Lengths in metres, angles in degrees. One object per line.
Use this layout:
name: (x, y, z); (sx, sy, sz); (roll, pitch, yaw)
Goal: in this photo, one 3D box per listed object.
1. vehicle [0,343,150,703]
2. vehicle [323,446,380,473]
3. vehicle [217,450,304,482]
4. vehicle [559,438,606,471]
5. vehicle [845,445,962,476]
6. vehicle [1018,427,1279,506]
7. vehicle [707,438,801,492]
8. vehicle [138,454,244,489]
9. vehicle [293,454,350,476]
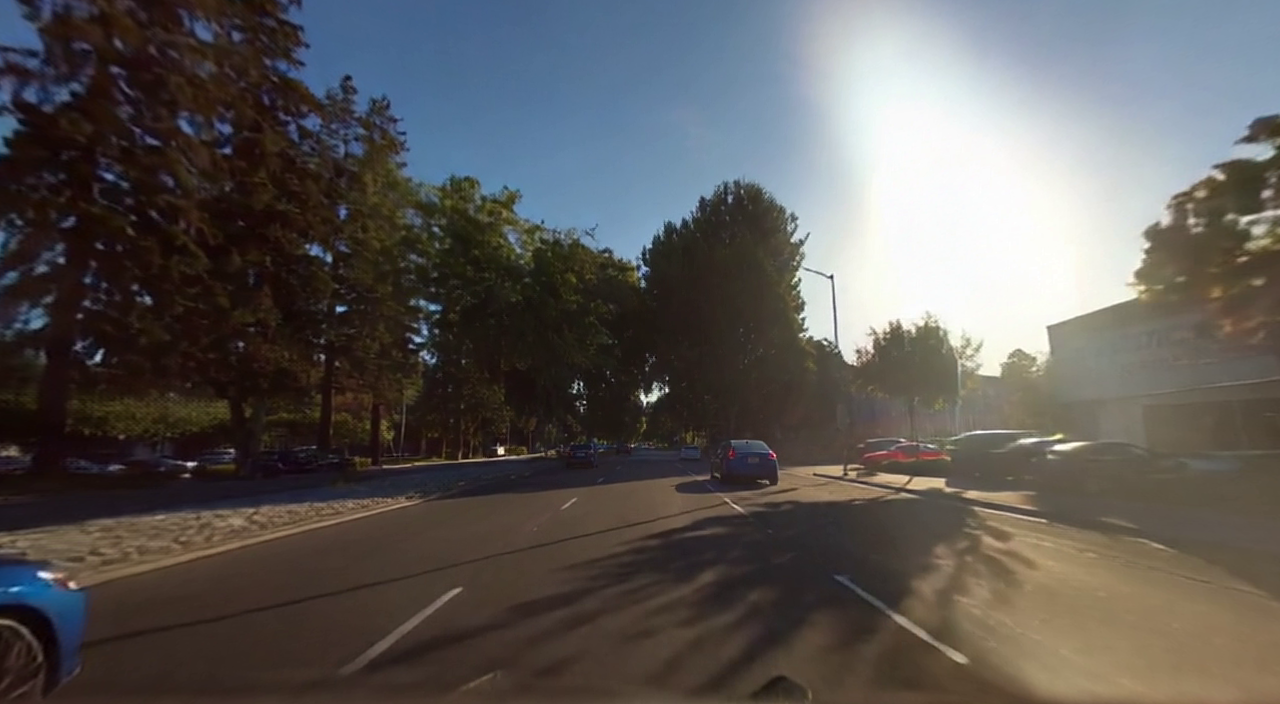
vehicle: (-3.627, 0.588, 0.872); (2.023, 1.720, 4.741); (0, -8, 1)
vehicle: (-21.926, 8.164, 48.129); (2.203, 1.857, 4.581); (0, -8, -1)
vehicle: (-21.678, 6.493, 36.244); (2.029, 1.636, 4.549); (-1, -8, 2)
vehicle: (-3.027, 5.481, 33.888); (2.113, 1.626, 4.129); (0, -8, 0)
vehicle: (12.686, 5.231, 30.574); (4.757, 1.327, 2.062); (0, -7, -2)
vehicle: (13.413, 2.985, 16.815); (5.342, 1.867, 2.147); (0, -8, -7)
vehicle: (3.431, 3.490, 19.841); (2.083, 1.474, 4.360); (0, -8, -1)
vehicle: (-21.665, 5.753, 30.639); (1.799, 1.465, 4.390); (-1, -8, 2)
vehicle: (-21.675, 7.696, 42.992); (1.838, 1.351, 3.904); (0, -8, 0)
